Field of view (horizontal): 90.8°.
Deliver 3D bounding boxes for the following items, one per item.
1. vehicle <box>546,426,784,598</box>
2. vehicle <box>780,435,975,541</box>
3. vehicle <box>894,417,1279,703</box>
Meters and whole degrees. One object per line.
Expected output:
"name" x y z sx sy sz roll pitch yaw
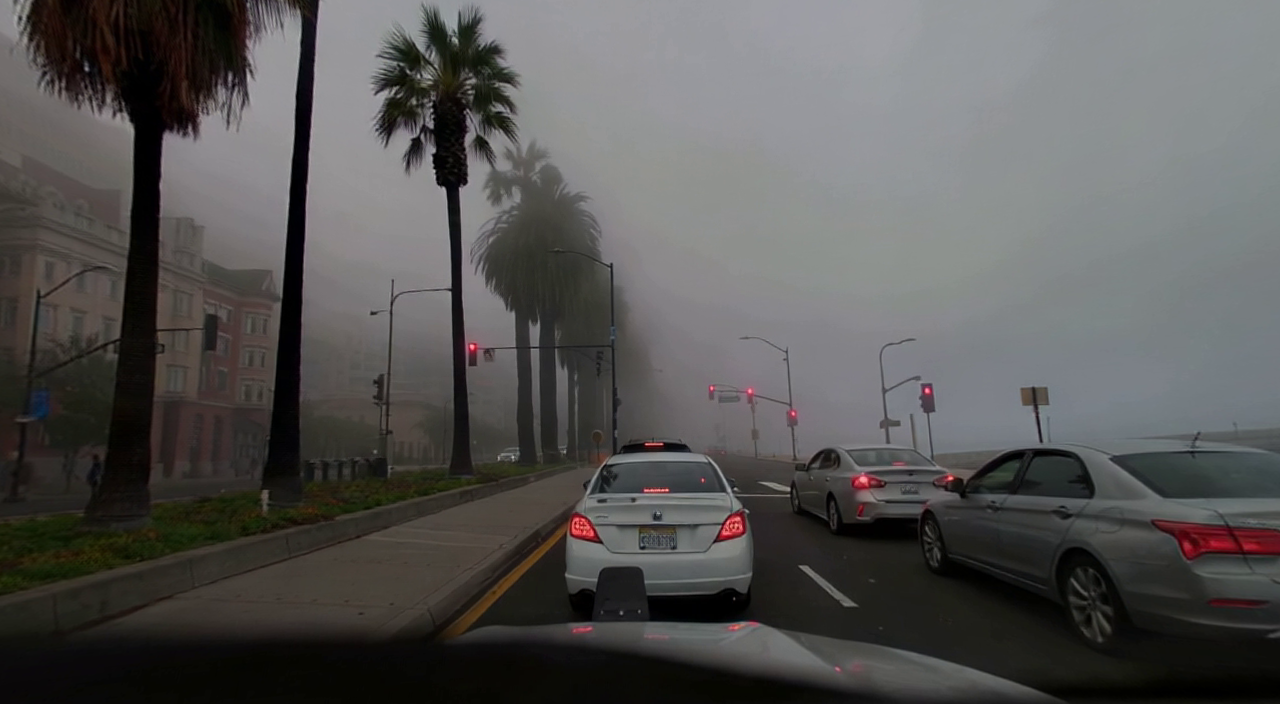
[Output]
"vehicle" 0.250 1.703 7.498 2.093 1.503 3.681 0 -9 1
"vehicle" 3.888 2.290 11.315 1.920 1.490 4.417 -1 -9 2
"vehicle" 3.918 1.366 5.101 1.913 1.469 4.425 0 -9 0
